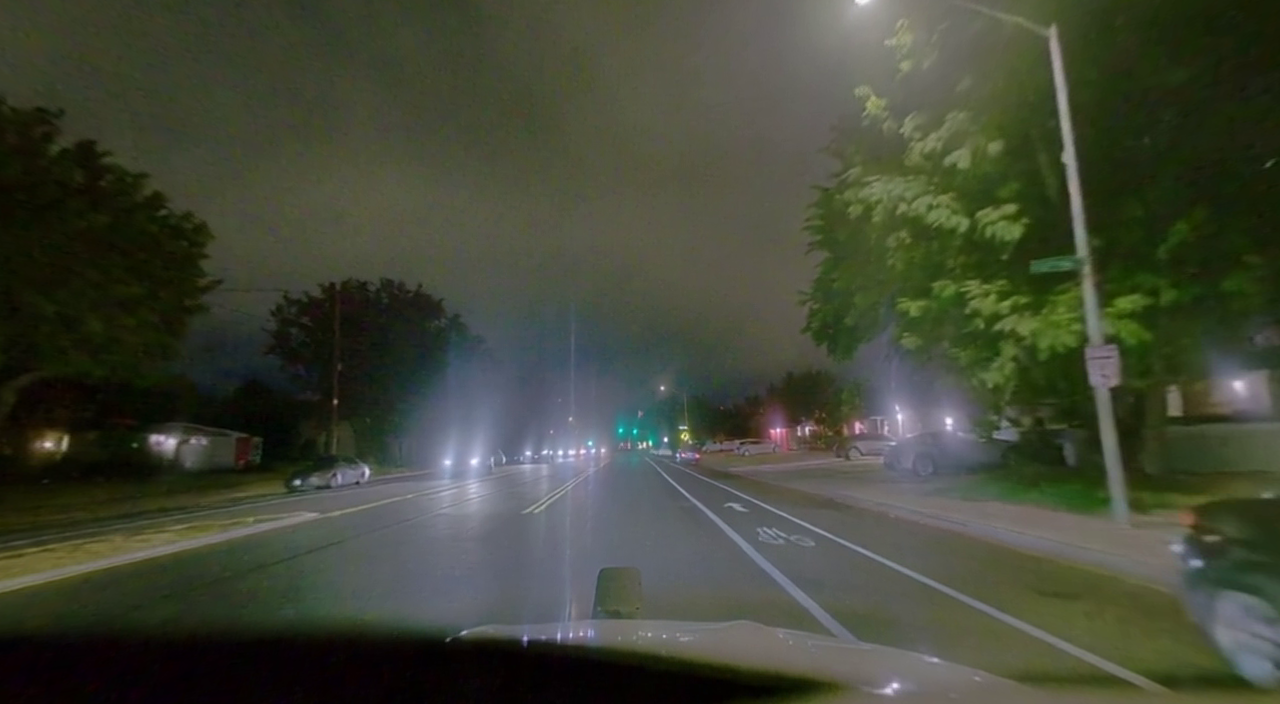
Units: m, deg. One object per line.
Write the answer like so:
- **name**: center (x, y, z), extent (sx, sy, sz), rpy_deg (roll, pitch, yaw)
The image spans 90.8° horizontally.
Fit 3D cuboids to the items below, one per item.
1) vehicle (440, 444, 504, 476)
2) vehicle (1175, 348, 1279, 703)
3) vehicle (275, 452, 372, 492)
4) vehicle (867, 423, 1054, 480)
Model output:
- **vehicle**: center (-8.540, 5.514, 32.520), extent (1.973, 1.509, 4.651), rpy_deg (0, -8, 0)
- **vehicle**: center (4.364, 0.658, 1.384), extent (2.166, 1.858, 4.667), rpy_deg (0, -8, -2)
- **vehicle**: center (-13.361, 5.062, 27.030), extent (1.850, 1.472, 4.511), rpy_deg (0, -8, -1)
- **vehicle**: center (9.696, 3.040, 19.399), extent (4.690, 1.579, 1.878), rpy_deg (0, -8, -1)
